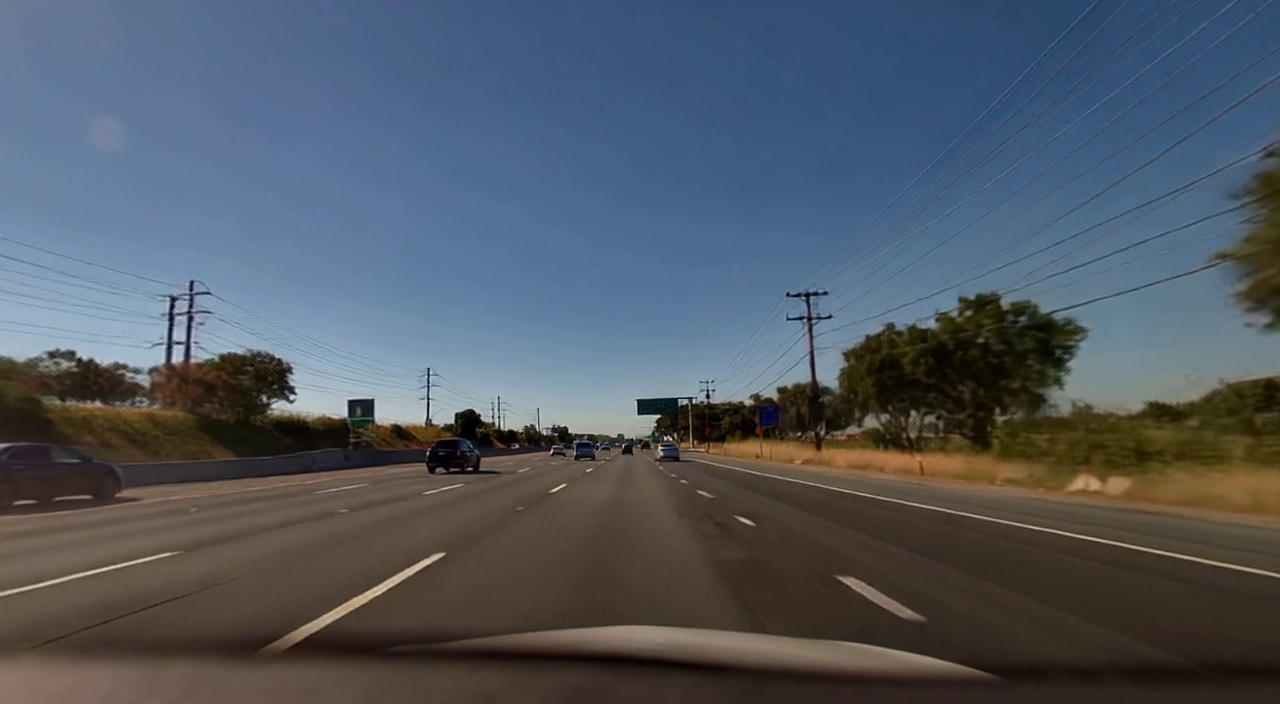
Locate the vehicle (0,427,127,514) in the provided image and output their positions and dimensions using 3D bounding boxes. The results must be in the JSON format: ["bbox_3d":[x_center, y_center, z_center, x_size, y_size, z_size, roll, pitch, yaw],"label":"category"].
[{"bbox_3d":[-13.966,2.463,13.179,2.257,1.727,5.036,0,-9,0],"label":"vehicle"}]

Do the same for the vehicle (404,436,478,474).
[{"bbox_3d":[-10.086,5.261,32.485,2.115,1.799,5.444,0,-9,-1],"label":"vehicle"}]

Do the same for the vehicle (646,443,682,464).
[{"bbox_3d":[1.645,7.117,44.297,2.015,1.391,3.897,1,-9,-5],"label":"vehicle"}]

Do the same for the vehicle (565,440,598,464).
[{"bbox_3d":[-4.324,7.502,47.638,2.121,1.673,4.443,0,-9,-1],"label":"vehicle"}]
